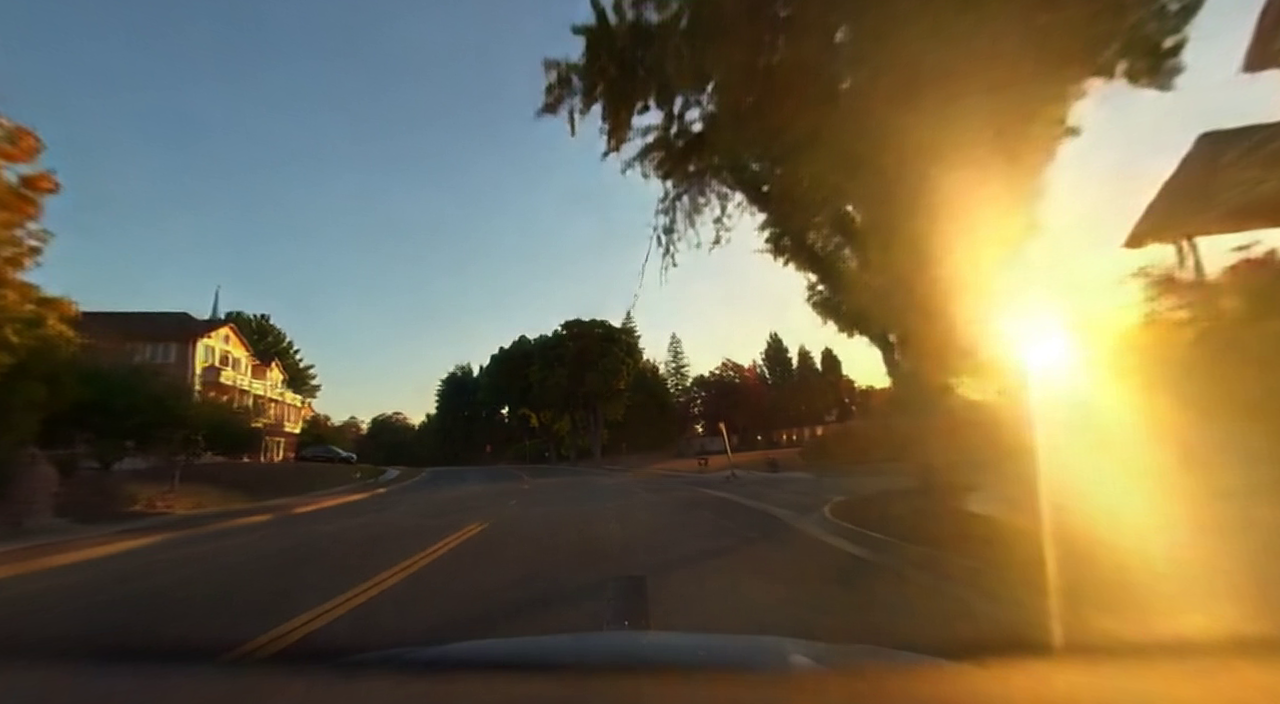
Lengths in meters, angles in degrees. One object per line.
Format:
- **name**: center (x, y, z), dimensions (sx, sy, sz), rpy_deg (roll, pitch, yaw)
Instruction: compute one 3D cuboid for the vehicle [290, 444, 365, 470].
- **vehicle**: center (-23.589, 7.936, 47.637), dimensions (4.562, 1.857, 2.129), rpy_deg (-1, -9, 9)
